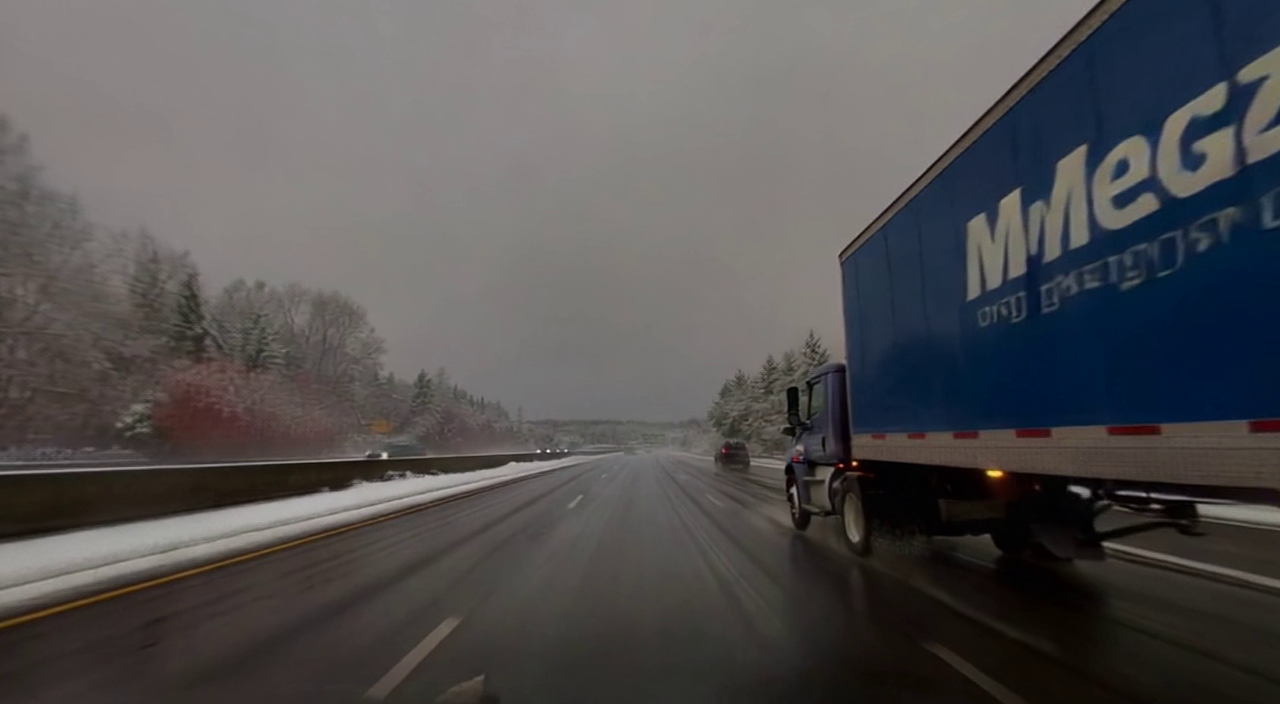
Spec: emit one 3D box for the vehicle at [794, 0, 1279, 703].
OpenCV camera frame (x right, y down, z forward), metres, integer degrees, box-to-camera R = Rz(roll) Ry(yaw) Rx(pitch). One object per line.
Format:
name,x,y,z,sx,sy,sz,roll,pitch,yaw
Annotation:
vehicle,4.146,-0.352,1.844,3.003,3.880,16.814,0,-9,-1

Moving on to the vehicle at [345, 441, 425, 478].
vehicle,-11.984,5.084,29.816,1.931,1.603,4.362,0,-9,0
